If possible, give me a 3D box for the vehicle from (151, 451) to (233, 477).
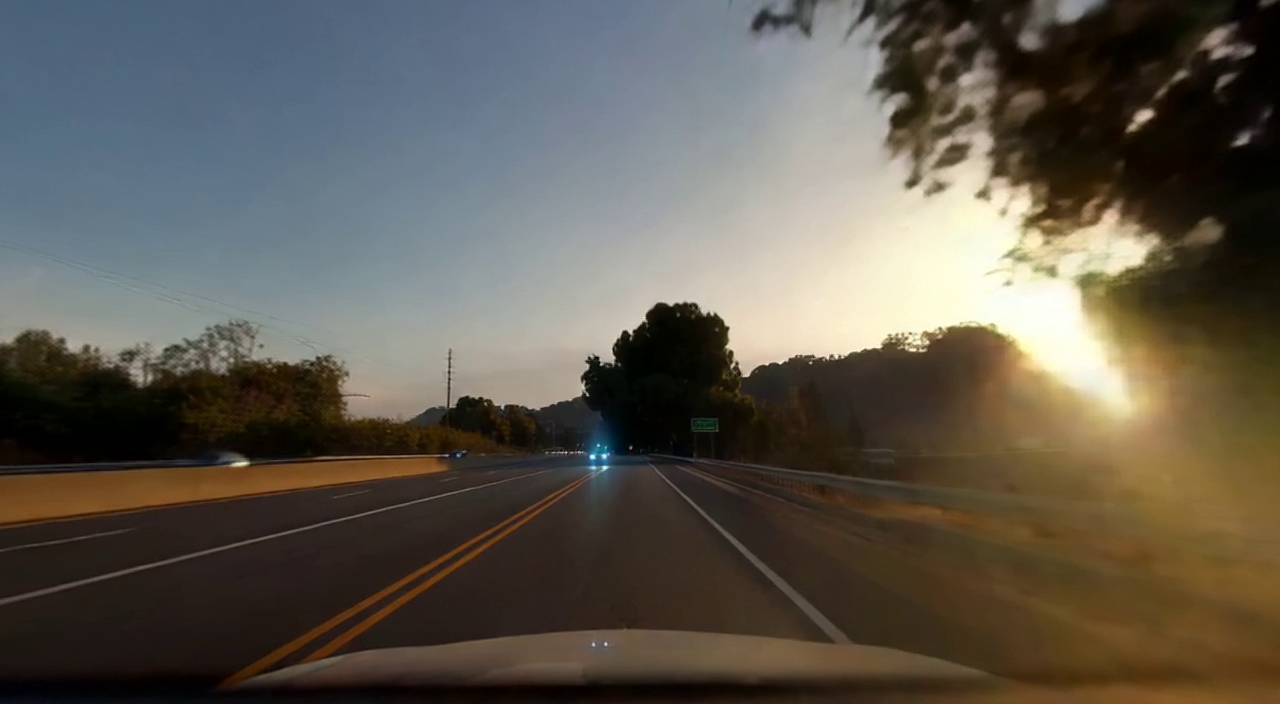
[{"bbox_3d":[-26.719,6.663,37.803,1.823,1.419,4.145,0,-9,0],"label":"vehicle"}]
